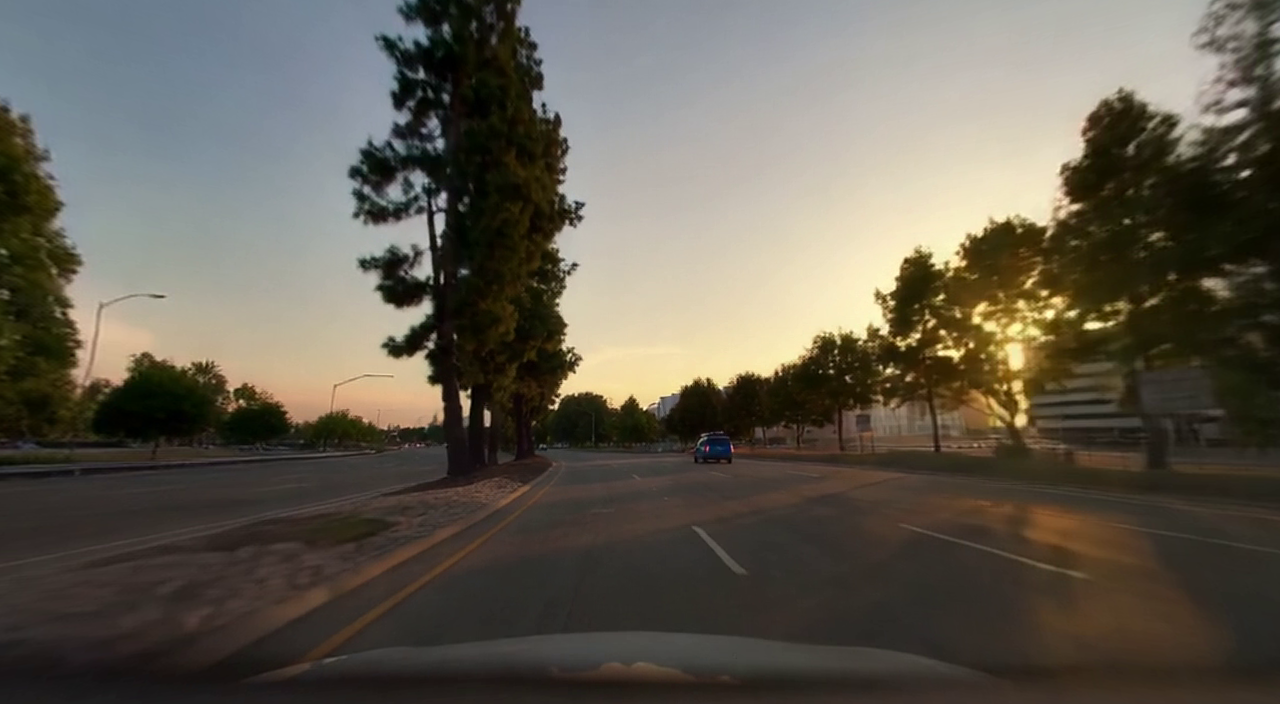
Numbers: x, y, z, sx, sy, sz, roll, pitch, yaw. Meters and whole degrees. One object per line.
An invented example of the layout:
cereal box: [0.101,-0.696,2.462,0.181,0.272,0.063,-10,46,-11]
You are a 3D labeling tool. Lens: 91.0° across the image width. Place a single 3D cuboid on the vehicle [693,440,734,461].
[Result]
vehicle: [5.385,7.362,46.941,1.908,1.483,4.474,1,-9,-9]
